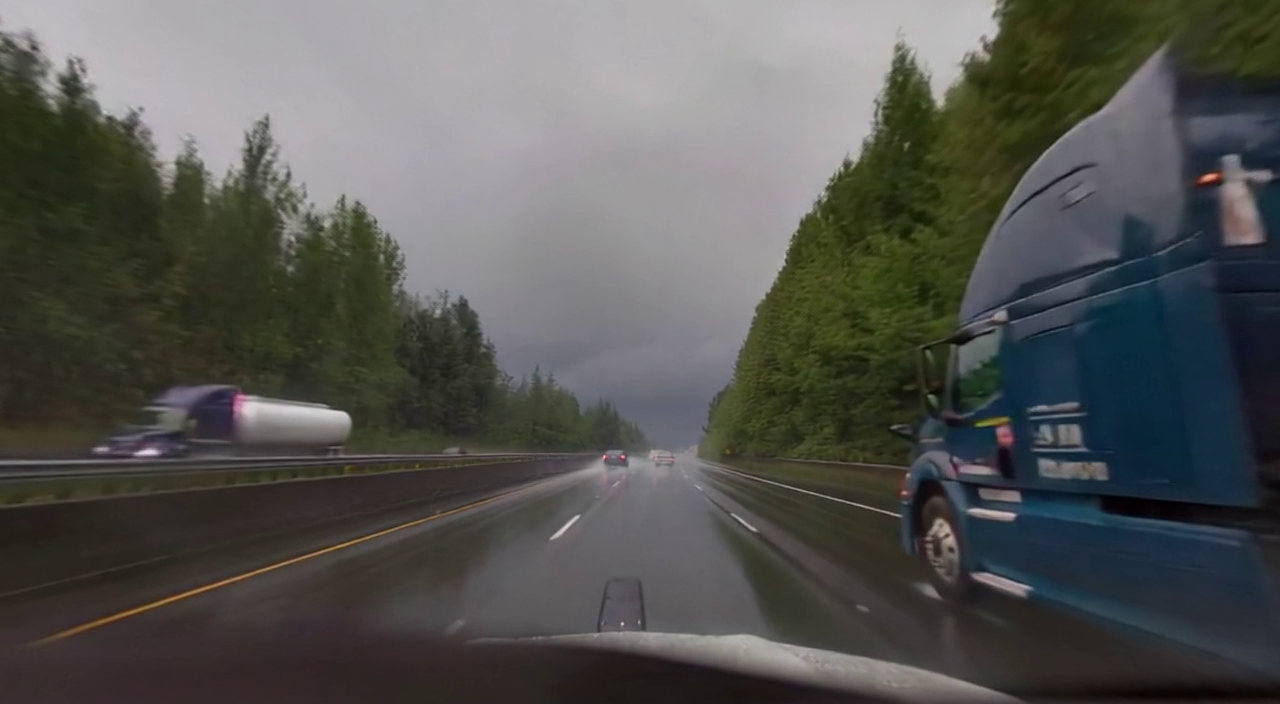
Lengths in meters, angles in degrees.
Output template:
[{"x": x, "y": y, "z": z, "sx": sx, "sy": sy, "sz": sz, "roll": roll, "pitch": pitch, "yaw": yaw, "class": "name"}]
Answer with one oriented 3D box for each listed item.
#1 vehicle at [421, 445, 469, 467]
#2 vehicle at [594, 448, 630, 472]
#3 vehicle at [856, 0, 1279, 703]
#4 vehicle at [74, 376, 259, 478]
[{"x": -15.121, "y": 8.117, "z": 49.167, "sx": 2.129, "sy": 1.633, "sz": 4.593, "roll": 0, "pitch": -9, "yaw": 2, "class": "vehicle"}, {"x": -2.066, "y": 8.160, "z": 47.778, "sx": 2.205, "sy": 1.728, "sz": 4.397, "roll": -1, "pitch": -9, "yaw": 3, "class": "vehicle"}, {"x": 3.888, "y": 0.008, "z": 3.667, "sx": 2.984, "sy": 3.908, "sz": 5.930, "roll": 0, "pitch": -9, "yaw": -1, "class": "vehicle"}, {"x": -19.557, "y": 3.270, "z": 26.631, "sx": 2.925, "sy": 3.825, "sz": 5.907, "roll": 0, "pitch": -9, "yaw": 1, "class": "vehicle"}]
